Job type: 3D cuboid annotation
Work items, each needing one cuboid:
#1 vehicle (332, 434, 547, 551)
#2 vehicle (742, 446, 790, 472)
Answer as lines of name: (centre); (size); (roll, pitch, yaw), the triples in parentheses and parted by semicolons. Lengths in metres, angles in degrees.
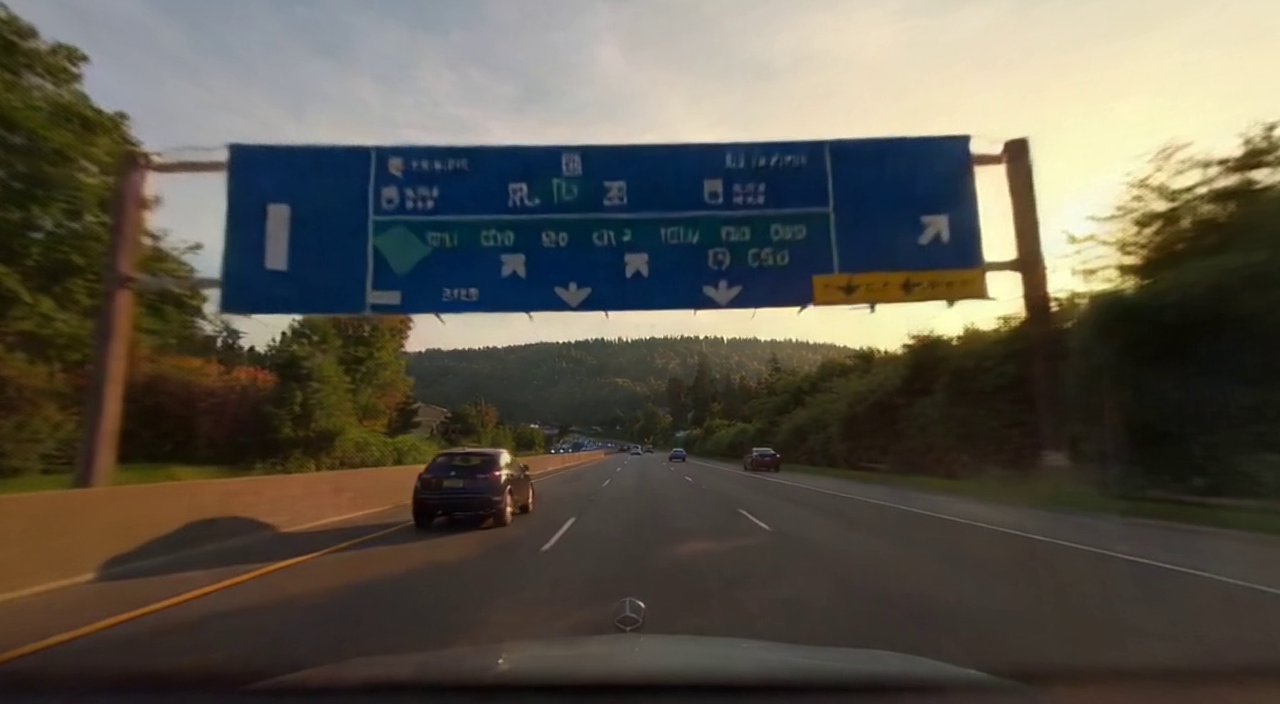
vehicle: (-3.029, 2.234, 10.725); (2.191, 1.563, 4.318); (0, -9, 1)
vehicle: (7.718, 6.575, 38.970); (1.943, 1.493, 4.507); (0, -9, -1)
